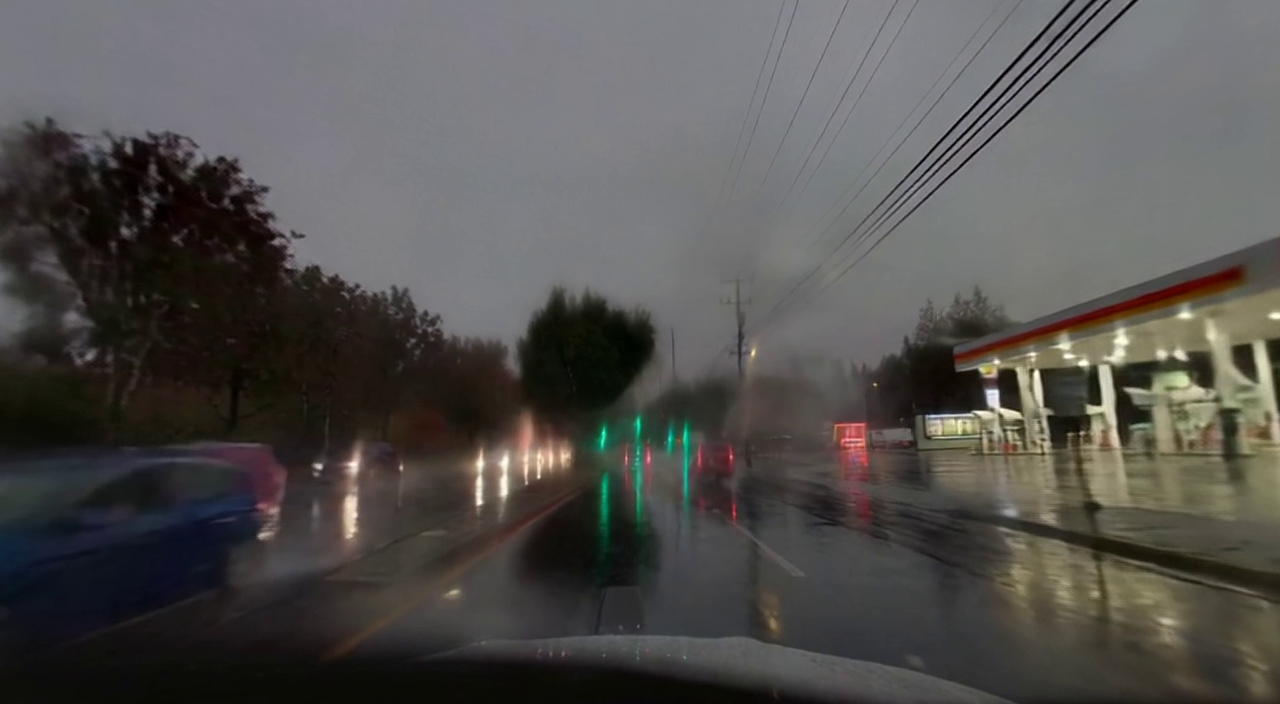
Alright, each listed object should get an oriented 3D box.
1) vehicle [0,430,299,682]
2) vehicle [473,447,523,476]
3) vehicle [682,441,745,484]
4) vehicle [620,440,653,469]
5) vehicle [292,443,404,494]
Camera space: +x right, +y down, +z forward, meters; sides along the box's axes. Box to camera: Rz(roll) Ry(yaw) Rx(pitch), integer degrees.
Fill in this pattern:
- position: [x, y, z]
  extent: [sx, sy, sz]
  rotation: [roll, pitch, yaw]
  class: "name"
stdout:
- position: [-4.851, 1.387, 4.885]
  extent: [2.032, 1.487, 4.413]
  rotation: [0, -8, -1]
  class: "vehicle"
- position: [-8.536, 6.606, 38.339]
  extent: [2.085, 1.582, 4.305]
  rotation: [-1, -8, 0]
  class: "vehicle"
- position: [2.947, 4.504, 26.180]
  extent: [1.990, 1.592, 4.294]
  rotation: [0, -8, -1]
  class: "vehicle"
- position: [-0.253, 6.989, 43.226]
  extent: [2.163, 1.825, 4.073]
  rotation: [0, -8, -1]
  class: "vehicle"
- position: [-11.619, 4.617, 25.569]
  extent: [2.301, 1.827, 4.754]
  rotation: [0, -8, -1]
  class: "vehicle"
